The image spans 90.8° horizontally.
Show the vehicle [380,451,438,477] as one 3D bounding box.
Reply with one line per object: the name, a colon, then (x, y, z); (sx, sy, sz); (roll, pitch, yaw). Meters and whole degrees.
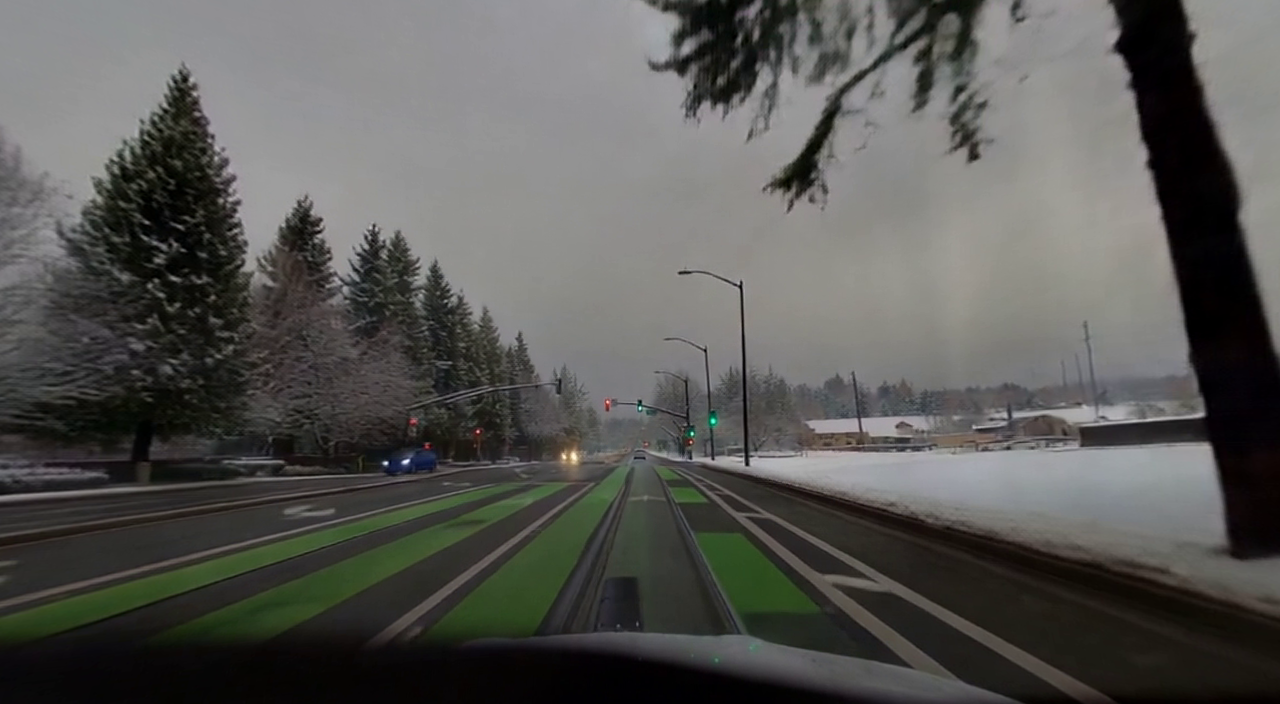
vehicle: (-15.090, 7.317, 41.468); (1.910, 1.544, 4.387); (-1, -8, 4)
